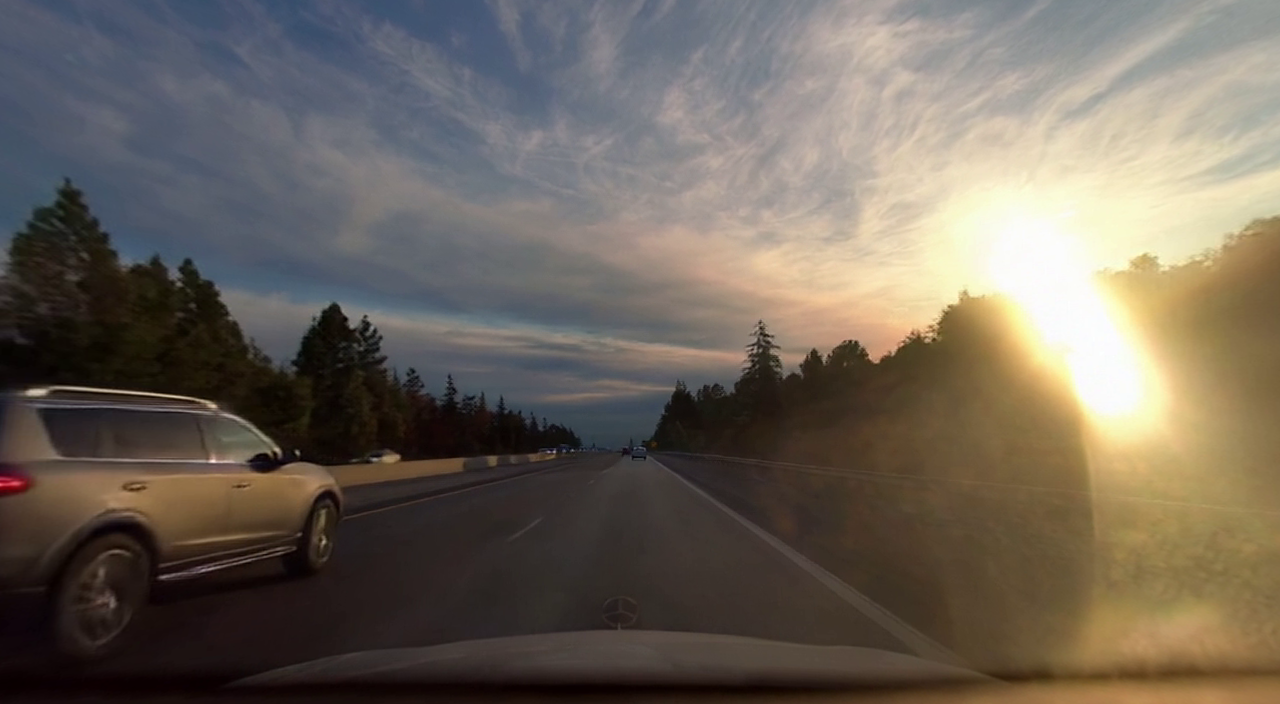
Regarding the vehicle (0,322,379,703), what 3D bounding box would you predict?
[{"bbox_3d":[-4.110,1.078,4.786,2.292,1.802,4.481,0,-9,0],"label":"vehicle"}]
